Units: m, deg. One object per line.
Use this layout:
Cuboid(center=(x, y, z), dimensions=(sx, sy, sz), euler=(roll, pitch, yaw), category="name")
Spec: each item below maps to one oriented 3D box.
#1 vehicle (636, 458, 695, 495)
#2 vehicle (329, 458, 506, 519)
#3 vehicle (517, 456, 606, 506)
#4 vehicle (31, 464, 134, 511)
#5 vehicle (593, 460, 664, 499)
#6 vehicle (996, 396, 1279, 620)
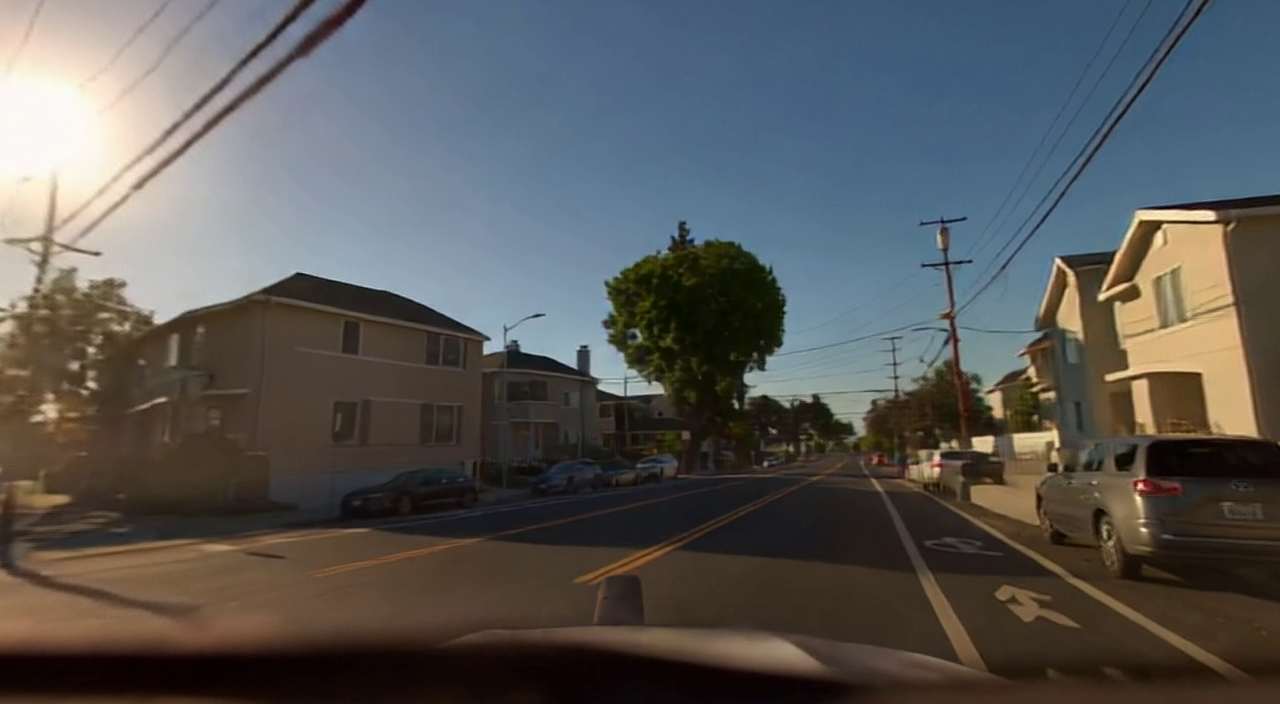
Cuboid(center=(1.733, 7.864, 40.308), dimensions=(2.282, 2.060, 5.738), euler=(-3, -9, 18), category="vehicle")
Cuboid(center=(-6.362, 4.014, 18.872), dimensions=(2.136, 1.431, 5.197), euler=(-8, -13, 19), category="vehicle")
Cuboid(center=(-3.218, 5.417, 26.989), dimensions=(1.937, 1.837, 4.414), euler=(-3, -9, 20), category="vehicle")
Cuboid(center=(-23.544, 5.675, 26.887), dimensions=(1.989, 1.683, 3.918), euler=(3, -9, -22), category="vehicle")
Cuboid(center=(-0.509, 6.914, 34.723), dimensions=(2.089, 1.837, 5.499), euler=(-3, -9, 19), category="vehicle")
Cuboid(center=(6.382, 1.694, 7.971), dimensions=(2.199, 1.885, 5.461), euler=(-3, -9, 19), category="vehicle")
